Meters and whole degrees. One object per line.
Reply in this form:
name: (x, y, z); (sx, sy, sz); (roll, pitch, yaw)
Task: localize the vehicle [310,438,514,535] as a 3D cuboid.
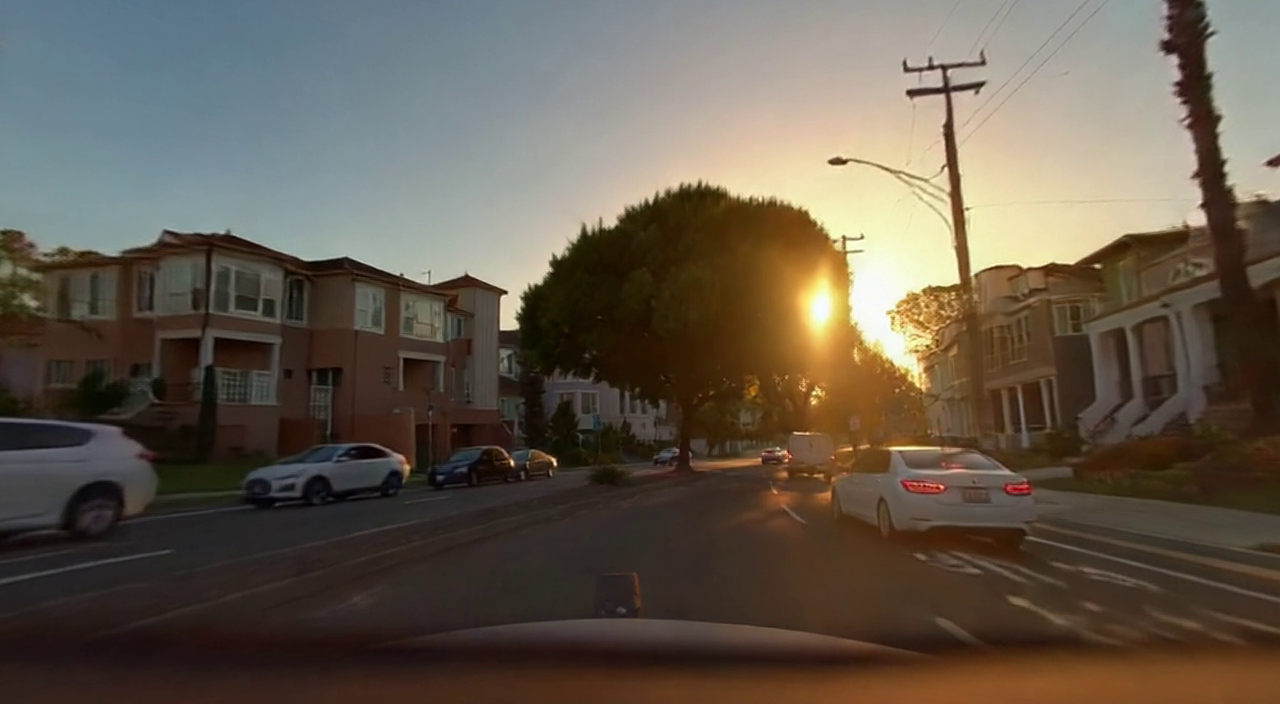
vehicle: (-4.545, 2.712, 13.529); (2.081, 1.453, 4.698); (-4, -6, 9)

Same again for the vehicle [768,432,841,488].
vehicle: (6.410, 4.244, 25.194); (2.109, 2.002, 4.424); (-1, -9, 6)

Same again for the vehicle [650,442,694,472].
vehicle: (2.470, 7.852, 47.544); (2.069, 1.820, 4.388); (-6, -7, 19)

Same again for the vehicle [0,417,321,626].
vehicle: (-5.355, 1.486, 6.158); (1.852, 1.498, 4.238); (-4, -8, 9)

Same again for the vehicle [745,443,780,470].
vehicle: (7.804, 6.601, 40.031); (1.923, 1.576, 4.026); (-2, -9, 13)

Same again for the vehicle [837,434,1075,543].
vehicle: (5.284, 2.326, 11.467); (2.096, 1.552, 4.519); (0, -9, 2)
